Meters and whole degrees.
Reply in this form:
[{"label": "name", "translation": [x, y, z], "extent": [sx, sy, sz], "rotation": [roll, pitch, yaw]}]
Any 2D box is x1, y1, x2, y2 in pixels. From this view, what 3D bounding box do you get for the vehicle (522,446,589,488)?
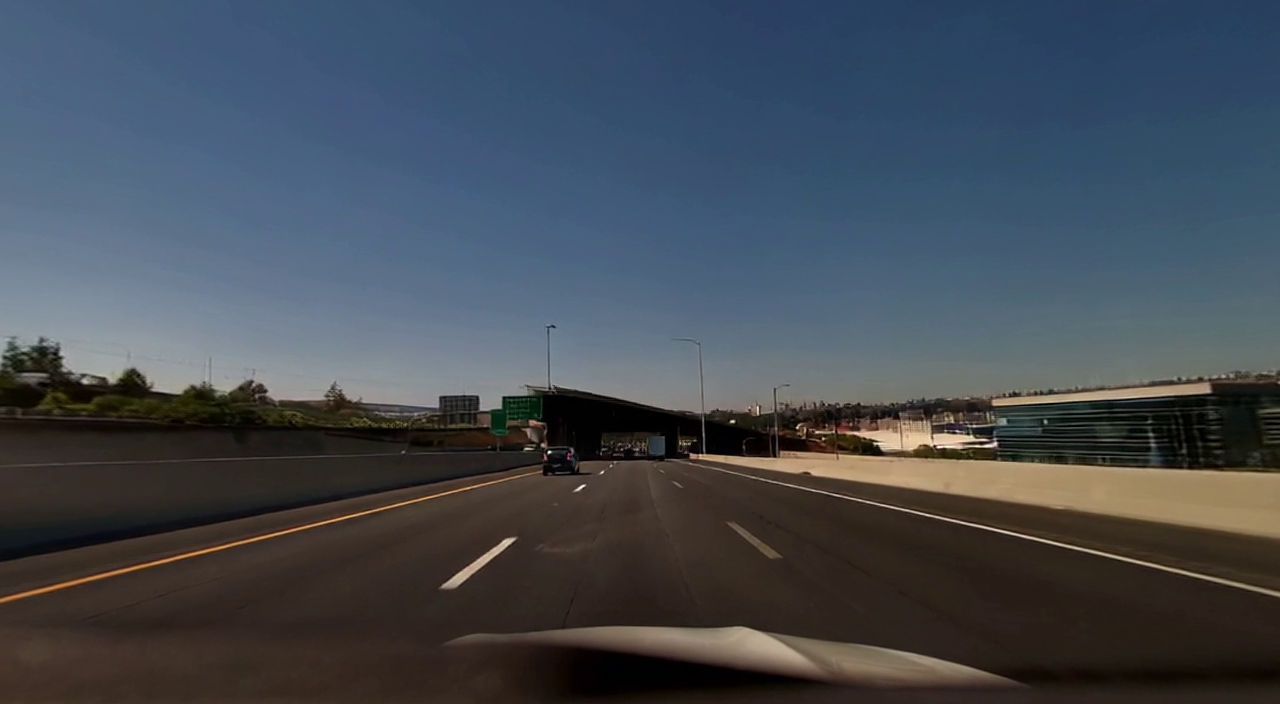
[{"label": "vehicle", "translation": [-3.277, 4.561, 25.200], "extent": [2.100, 1.525, 4.179], "rotation": [0, -9, 0]}]
